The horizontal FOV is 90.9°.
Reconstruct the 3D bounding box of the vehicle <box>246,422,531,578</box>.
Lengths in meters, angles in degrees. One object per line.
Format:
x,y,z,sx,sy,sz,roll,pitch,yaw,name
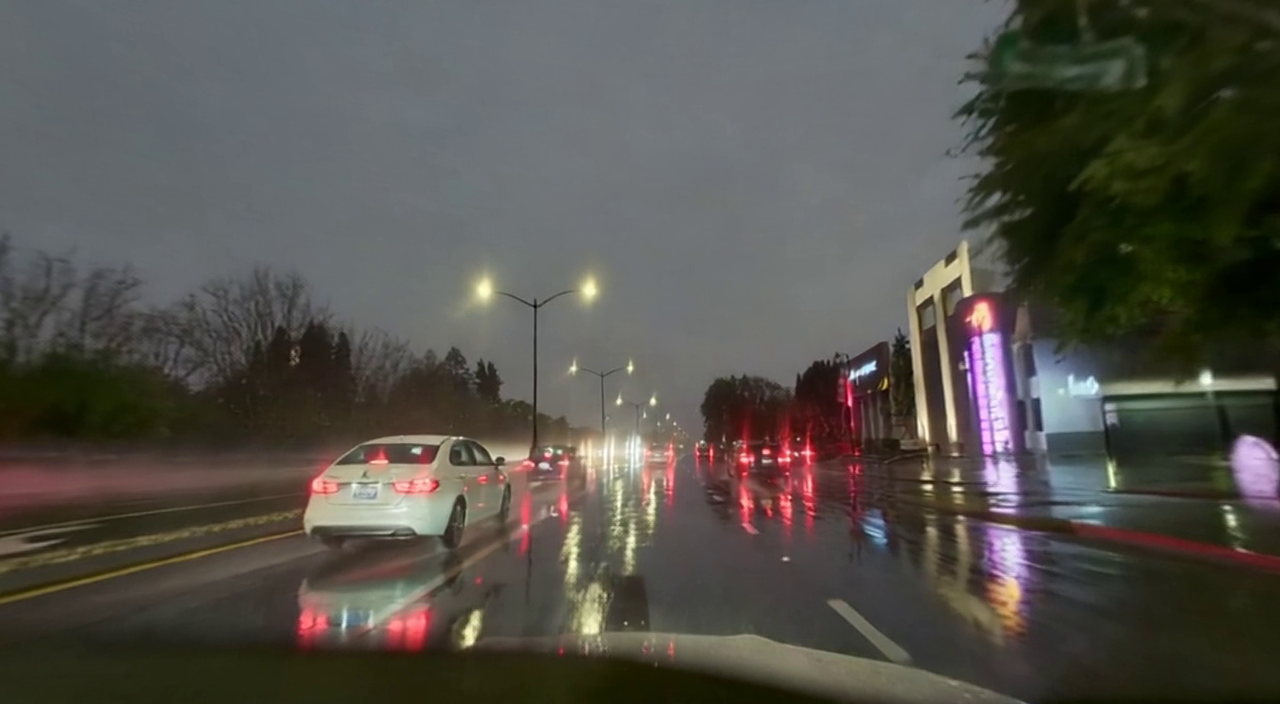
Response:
-2.957,1.843,8.720,2.118,1.568,4.436,0,-8,0,vehicle

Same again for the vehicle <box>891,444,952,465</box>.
18.947,6.883,42.476,3.368,1.389,1.595,1,-8,-8,vehicle

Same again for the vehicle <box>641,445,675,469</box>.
1.214,6.956,41.935,2.164,1.477,3.988,-1,-8,2,vehicle

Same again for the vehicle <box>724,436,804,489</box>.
4.324,3.916,22.659,2.103,1.699,4.171,0,-8,1,vehicle

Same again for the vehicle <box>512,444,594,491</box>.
-2.885,3.952,21.978,1.980,1.454,4.226,-1,-8,4,vehicle
